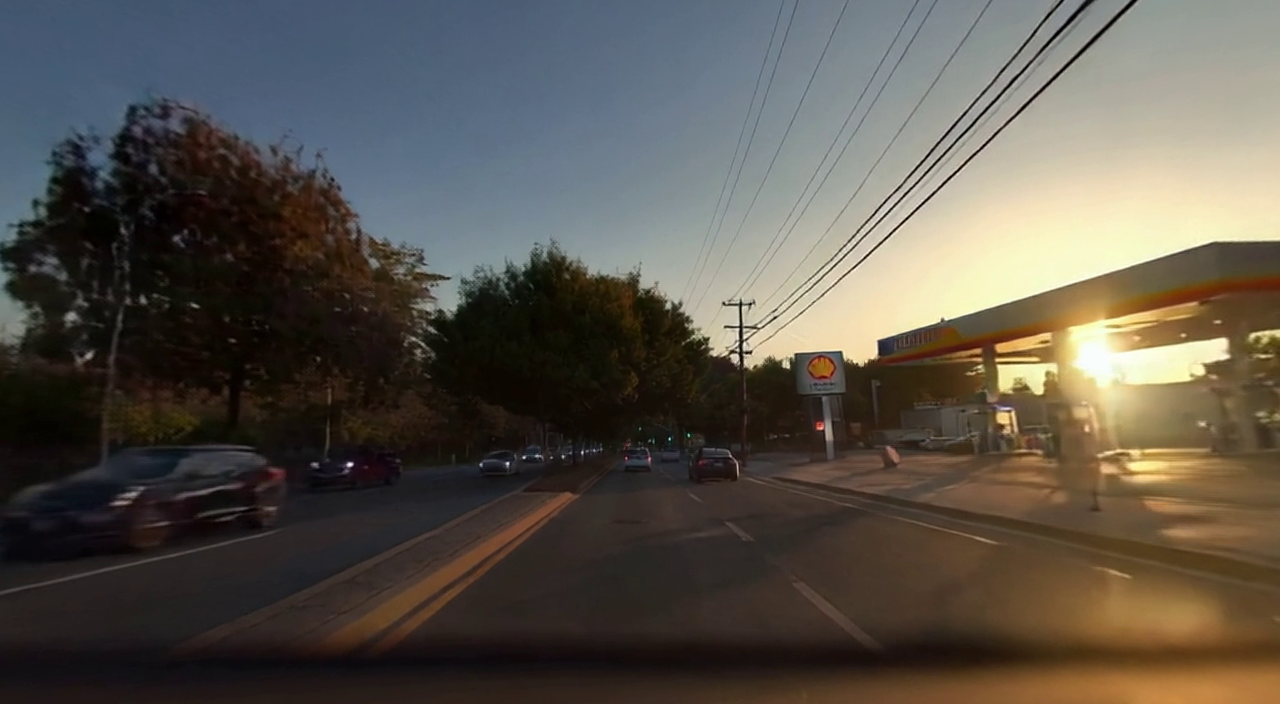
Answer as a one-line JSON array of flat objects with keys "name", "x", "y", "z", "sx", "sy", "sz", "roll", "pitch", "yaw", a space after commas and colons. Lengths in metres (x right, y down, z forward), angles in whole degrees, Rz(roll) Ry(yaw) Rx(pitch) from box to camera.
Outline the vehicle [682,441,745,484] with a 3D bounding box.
[{"name": "vehicle", "x": 2.947, "y": 4.504, "z": 26.180, "sx": 1.990, "sy": 1.592, "sz": 4.294, "roll": 0, "pitch": -8, "yaw": -1}]

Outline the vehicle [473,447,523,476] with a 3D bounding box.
[{"name": "vehicle", "x": -8.536, "y": 6.606, "z": 38.339, "sx": 2.085, "sy": 1.582, "sz": 4.305, "roll": -1, "pitch": -8, "yaw": 0}]

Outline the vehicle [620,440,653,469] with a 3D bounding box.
[{"name": "vehicle", "x": -0.253, "y": 6.989, "z": 43.226, "sx": 2.163, "sy": 1.825, "sz": 4.073, "roll": 0, "pitch": -8, "yaw": -1}]

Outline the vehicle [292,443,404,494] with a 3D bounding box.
[{"name": "vehicle", "x": -11.619, "y": 4.617, "z": 25.569, "sx": 2.301, "sy": 1.827, "sz": 4.754, "roll": 0, "pitch": -8, "yaw": -1}]

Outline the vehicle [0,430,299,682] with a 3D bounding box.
[{"name": "vehicle", "x": -4.851, "y": 1.387, "z": 4.885, "sx": 2.032, "sy": 1.487, "sz": 4.413, "roll": 0, "pitch": -8, "yaw": -1}]
